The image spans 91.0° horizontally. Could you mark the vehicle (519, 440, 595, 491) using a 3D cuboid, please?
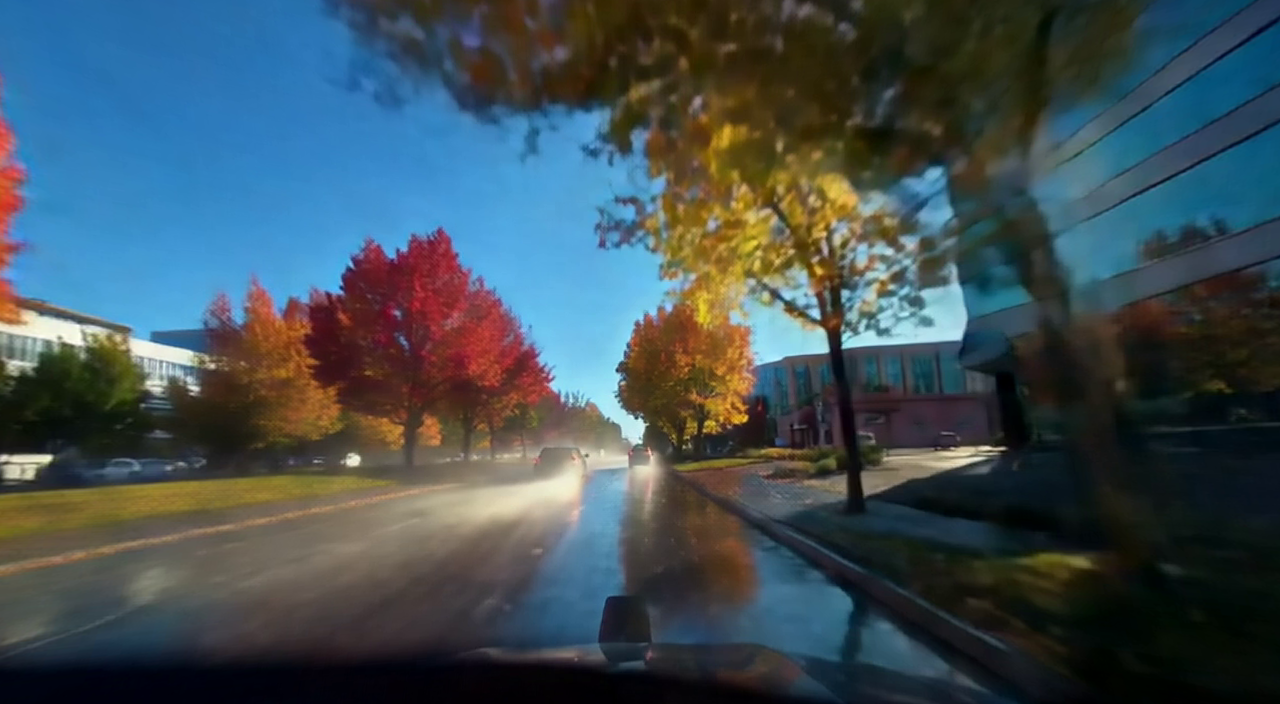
[{"bbox_3d":[-2.993,4.193,23.613,2.197,1.709,4.069,0,-8,1],"label":"vehicle"}]

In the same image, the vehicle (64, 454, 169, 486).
[{"bbox_3d":[-34.184,7.689,41.396,1.864,1.798,5.882,0,-8,-1],"label":"vehicle"}]

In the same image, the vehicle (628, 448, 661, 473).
[{"bbox_3d":[0.262,6.962,40.632,2.040,1.493,3.682,0,-8,-1],"label":"vehicle"}]
